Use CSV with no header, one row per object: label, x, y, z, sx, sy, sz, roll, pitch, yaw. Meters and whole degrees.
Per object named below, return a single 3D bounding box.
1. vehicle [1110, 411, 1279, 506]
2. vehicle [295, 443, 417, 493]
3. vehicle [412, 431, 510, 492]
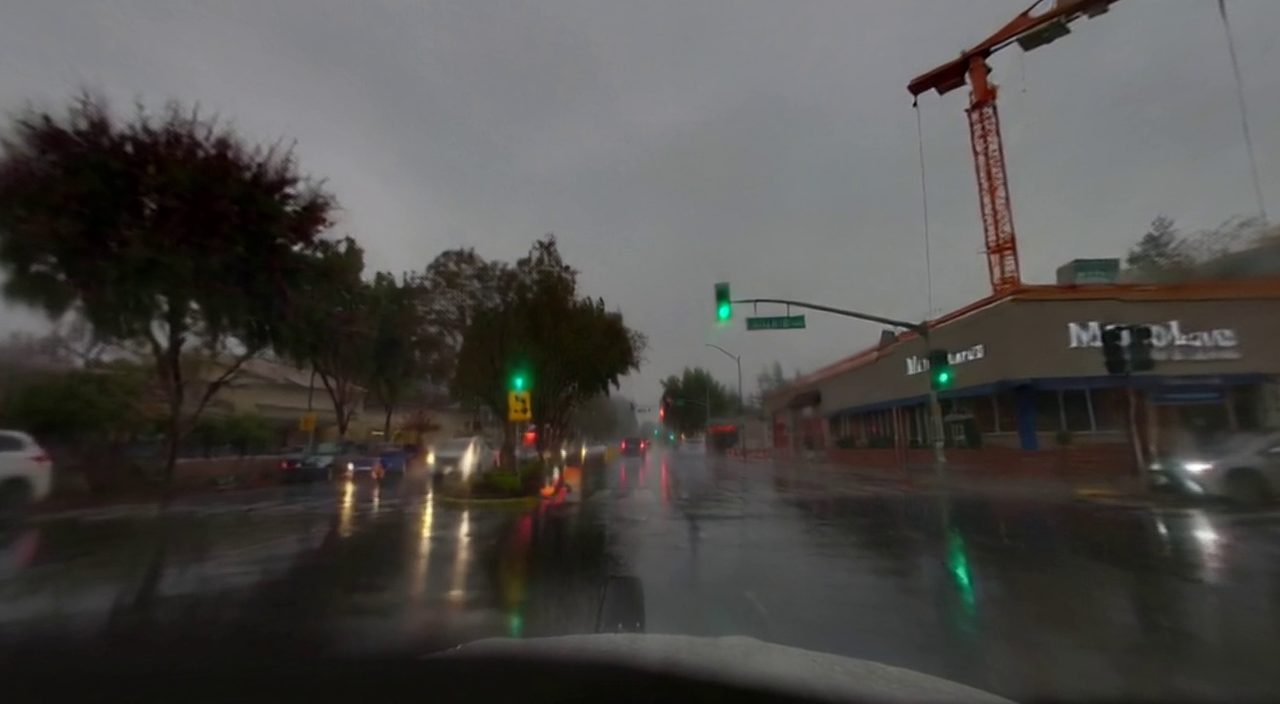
vehicle,12.815,2.140,12.868,4.641,1.772,2.080,-1,-9,7
vehicle,-9.124,3.747,20.792,1.947,1.434,4.557,0,-8,-1
vehicle,-5.820,3.563,21.089,1.983,1.715,4.466,-2,-8,0
